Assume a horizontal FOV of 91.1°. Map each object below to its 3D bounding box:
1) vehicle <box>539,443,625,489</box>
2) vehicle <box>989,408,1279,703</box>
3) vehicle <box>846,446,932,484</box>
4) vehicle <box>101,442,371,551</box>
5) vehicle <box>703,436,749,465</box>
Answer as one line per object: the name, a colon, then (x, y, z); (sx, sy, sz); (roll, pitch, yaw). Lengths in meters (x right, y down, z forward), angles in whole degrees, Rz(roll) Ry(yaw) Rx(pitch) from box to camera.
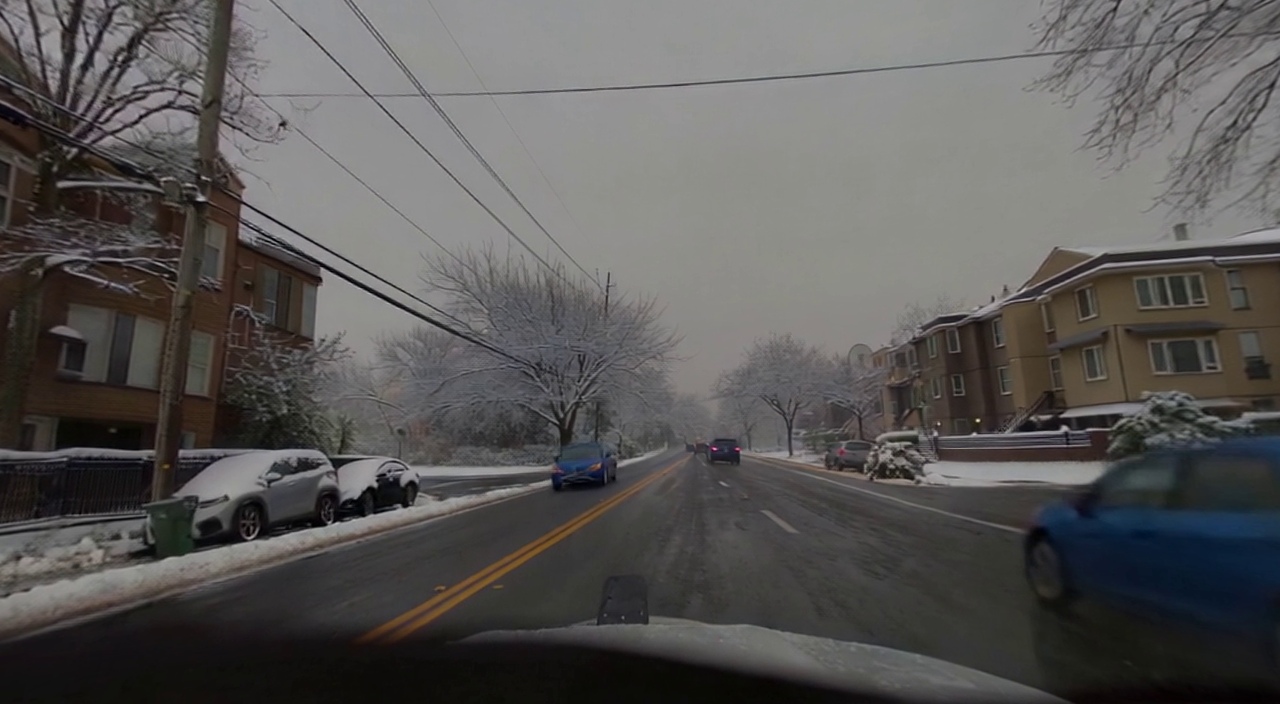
vehicle: (-1.920, 3.991, 22.390); (2.155, 1.436, 4.501); (-1, -8, 7)
vehicle: (4.138, 1.090, 3.462); (2.052, 1.506, 4.432); (-1, -8, 3)
vehicle: (10.519, 4.775, 26.939); (1.935, 1.478, 4.711); (-1, -8, 3)
vehicle: (-7.907, 2.812, 13.082); (2.381, 1.825, 4.652); (-1, -8, 2)
vehicle: (5.464, 6.355, 40.560); (2.306, 1.719, 4.805); (0, -8, 1)
